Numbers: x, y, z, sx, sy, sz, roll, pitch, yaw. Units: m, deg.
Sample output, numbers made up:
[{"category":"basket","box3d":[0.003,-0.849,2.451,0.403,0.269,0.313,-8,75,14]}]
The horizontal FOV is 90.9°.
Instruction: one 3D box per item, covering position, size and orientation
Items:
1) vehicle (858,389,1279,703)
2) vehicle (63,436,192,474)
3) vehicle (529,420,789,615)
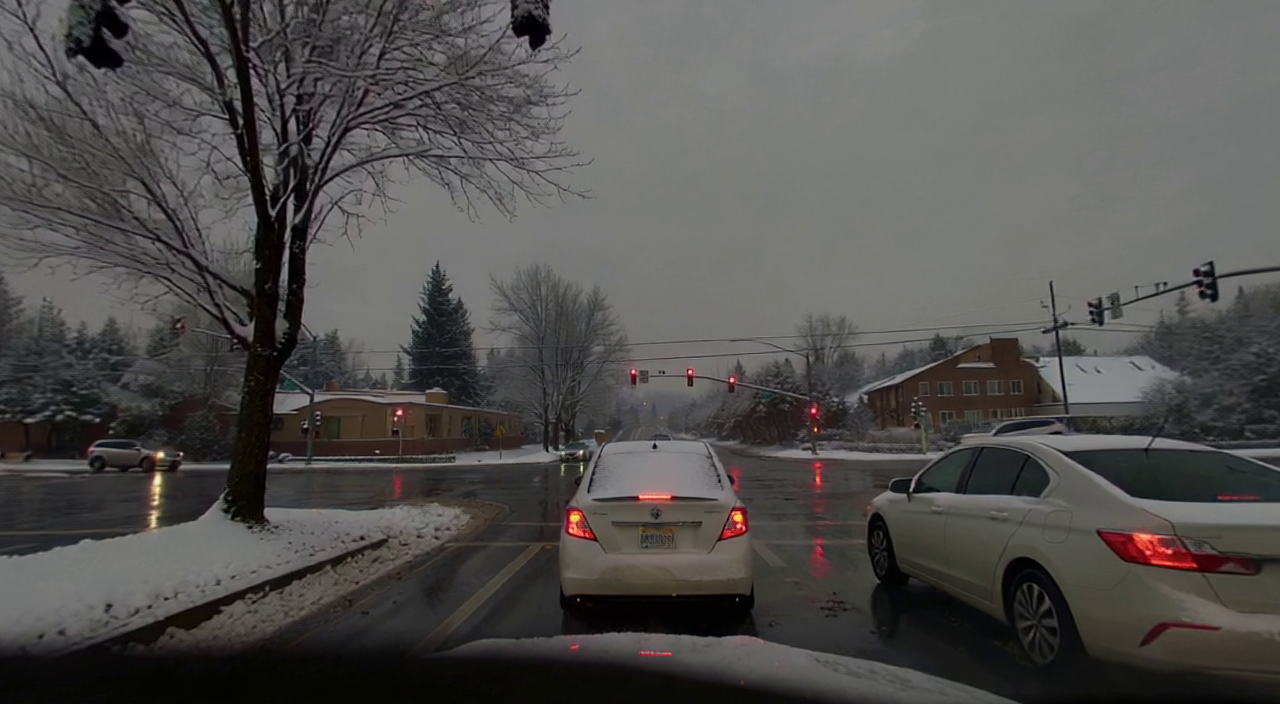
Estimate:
[{"category":"vehicle","box3d":[3.174,1.126,3.894,1.931,1.493,4.555,0,-8,-1]},{"category":"vehicle","box3d":[-24.279,4.872,29.991,4.450,1.684,1.894,0,-8,0]},{"category":"vehicle","box3d":[0.105,1.563,6.870,2.017,1.485,3.813,0,-8,-1]}]
